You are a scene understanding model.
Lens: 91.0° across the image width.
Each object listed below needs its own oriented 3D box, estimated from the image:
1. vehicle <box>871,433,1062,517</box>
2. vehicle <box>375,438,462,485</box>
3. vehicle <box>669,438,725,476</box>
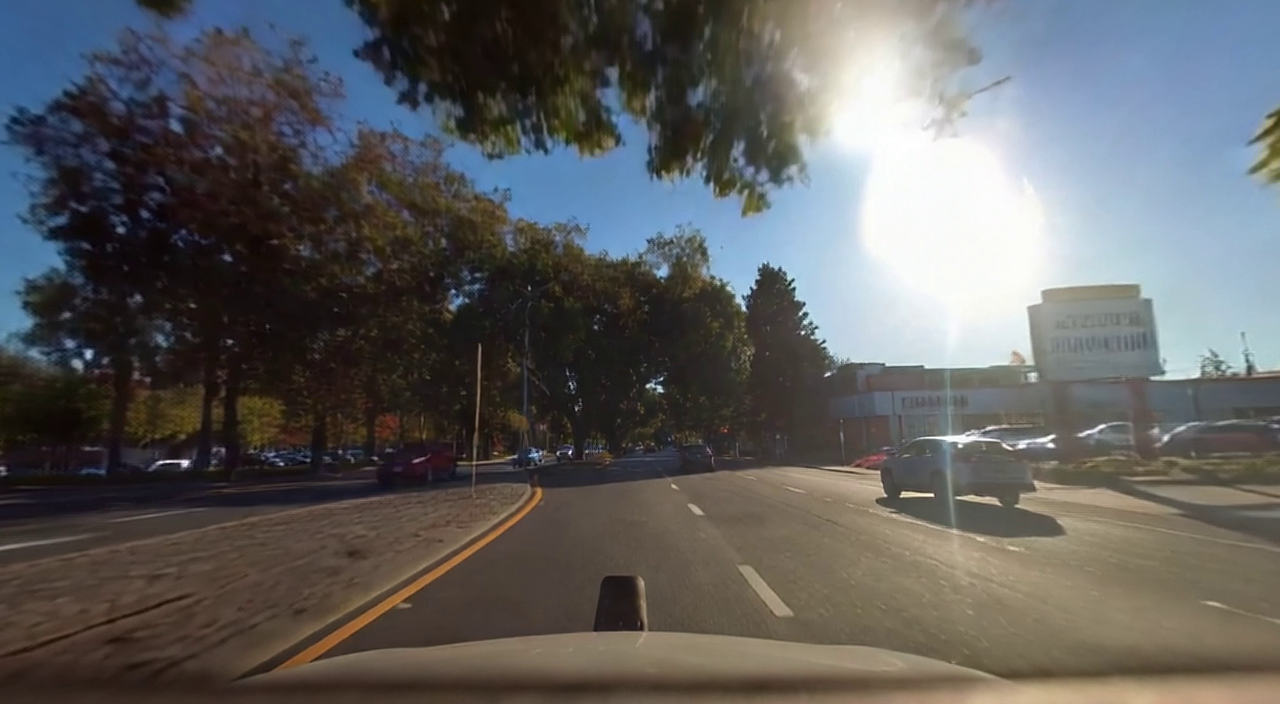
[{"bbox_3d":[6.829,2.595,13.792,1.886,1.528,4.169,0,-9,-1],"label":"vehicle"},{"bbox_3d":[-9.416,4.682,27.251,2.118,1.838,4.737,0,-9,-1],"label":"vehicle"},{"bbox_3d":[2.605,4.920,29.697,2.161,1.676,4.151,0,-9,-1],"label":"vehicle"}]
